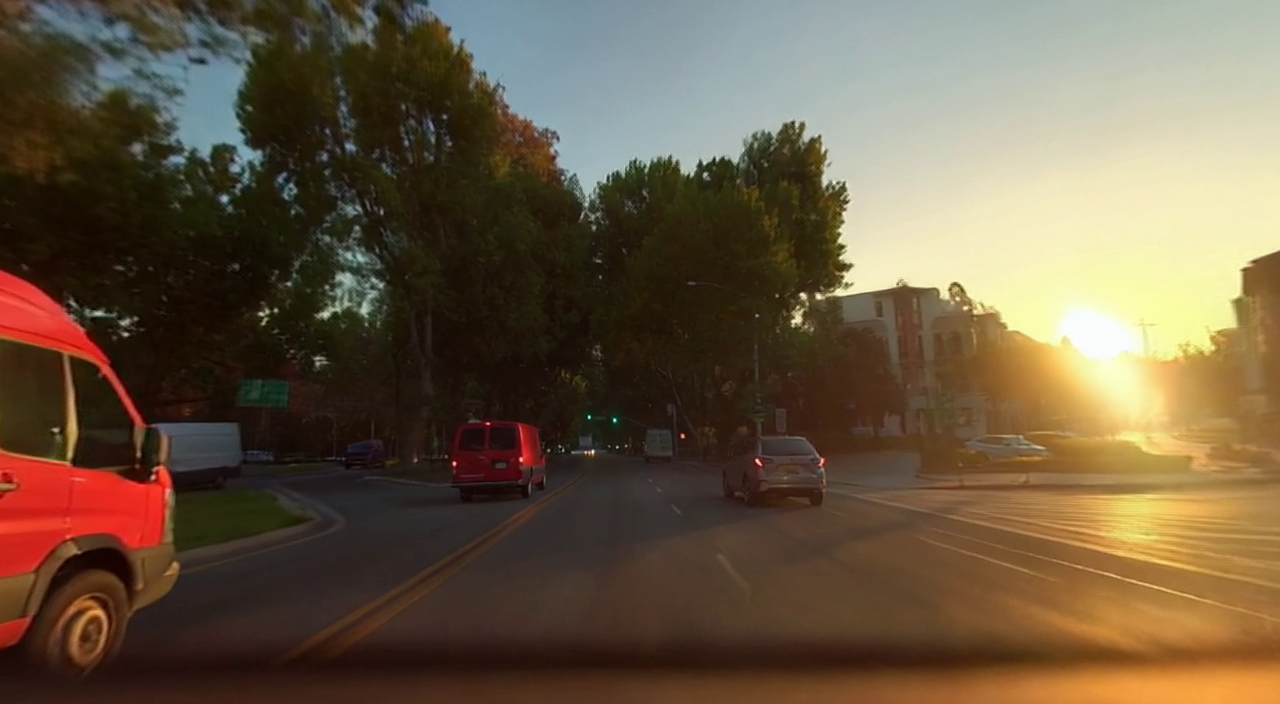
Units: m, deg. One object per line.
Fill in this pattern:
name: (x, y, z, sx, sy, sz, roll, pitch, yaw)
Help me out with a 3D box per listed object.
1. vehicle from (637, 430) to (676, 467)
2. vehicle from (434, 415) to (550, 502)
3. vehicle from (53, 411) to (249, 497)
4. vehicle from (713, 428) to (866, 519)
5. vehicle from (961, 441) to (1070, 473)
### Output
vehicle: (1.176, 7.269, 47.661, 2.397, 2.566, 5.324, 0, -9, -4)
vehicle: (-4.138, 3.095, 18.617, 2.420, 2.227, 4.499, 0, -9, -1)
vehicle: (-23.181, 4.939, 30.840, 2.883, 3.560, 8.400, 0, -9, -1)
vehicle: (3.030, 2.595, 14.006, 2.087, 1.658, 4.612, 0, -9, -2)
vehicle: (18.171, 5.076, 30.633, 4.210, 1.480, 1.922, 1, -9, -11)
